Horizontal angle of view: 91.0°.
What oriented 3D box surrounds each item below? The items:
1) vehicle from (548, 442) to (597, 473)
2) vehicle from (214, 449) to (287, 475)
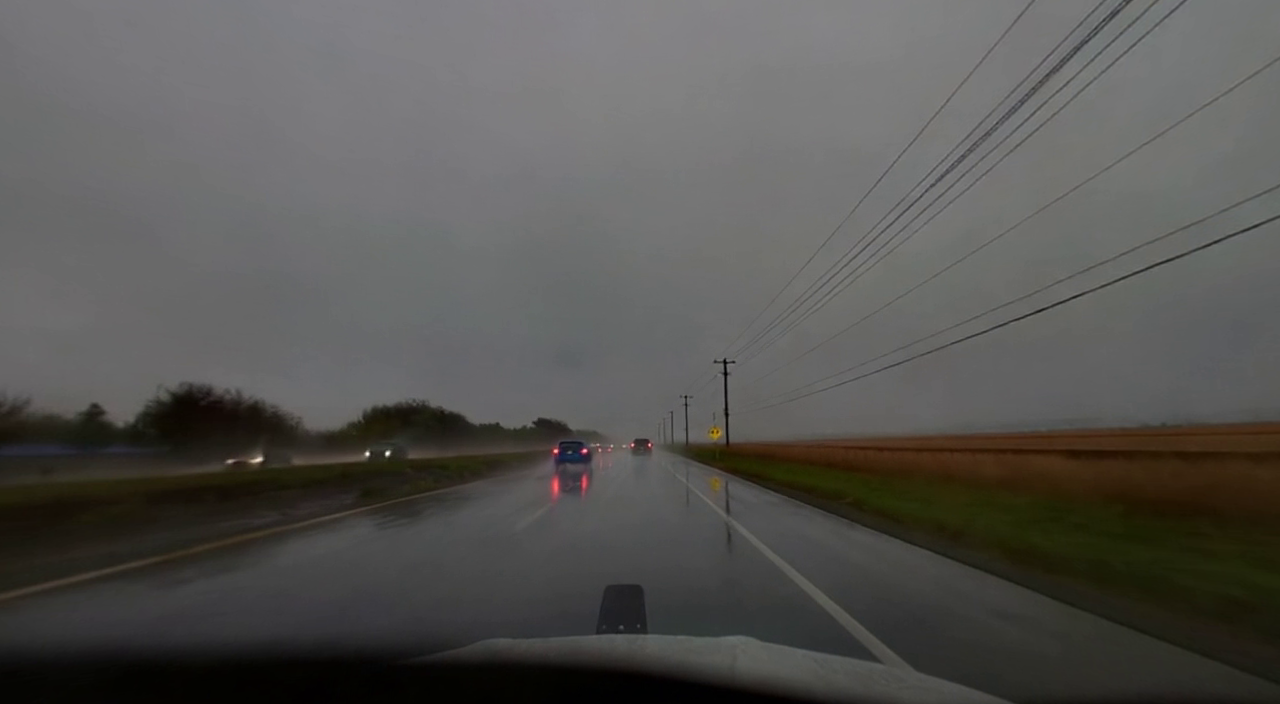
[{"bbox_3d":[-3.586,5.740,34.464,2.120,1.597,4.810,0,-9,1],"label":"vehicle"},{"bbox_3d":[-24.916,7.024,40.486,1.858,1.529,4.350,0,-9,1],"label":"vehicle"}]
